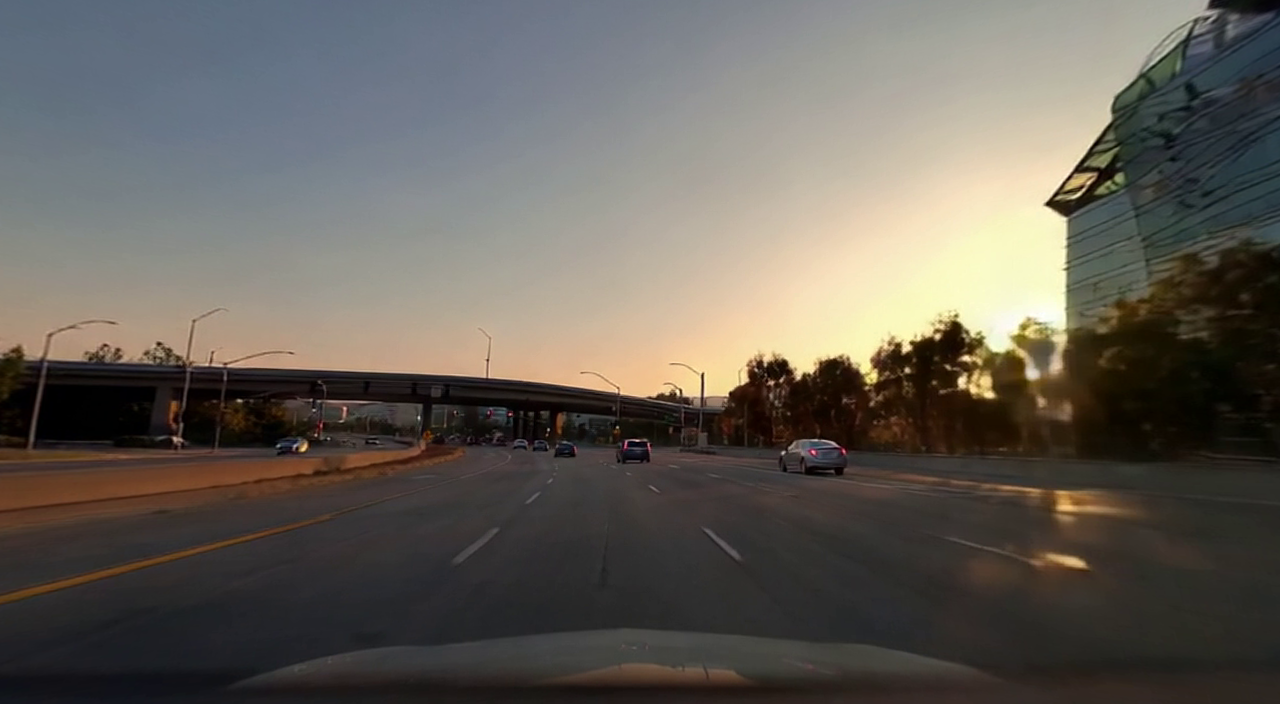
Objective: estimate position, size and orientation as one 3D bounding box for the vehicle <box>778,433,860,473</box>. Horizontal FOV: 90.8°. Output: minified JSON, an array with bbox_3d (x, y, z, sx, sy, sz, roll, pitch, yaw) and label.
[{"bbox_3d":[8.359,4.764,30.021,2.130,1.741,4.665,1,-8,-5],"label":"vehicle"}]

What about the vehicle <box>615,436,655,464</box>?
[{"bbox_3d":[-0.372,6.346,40.963,2.024,1.724,3.928,1,-9,-9],"label":"vehicle"}]
